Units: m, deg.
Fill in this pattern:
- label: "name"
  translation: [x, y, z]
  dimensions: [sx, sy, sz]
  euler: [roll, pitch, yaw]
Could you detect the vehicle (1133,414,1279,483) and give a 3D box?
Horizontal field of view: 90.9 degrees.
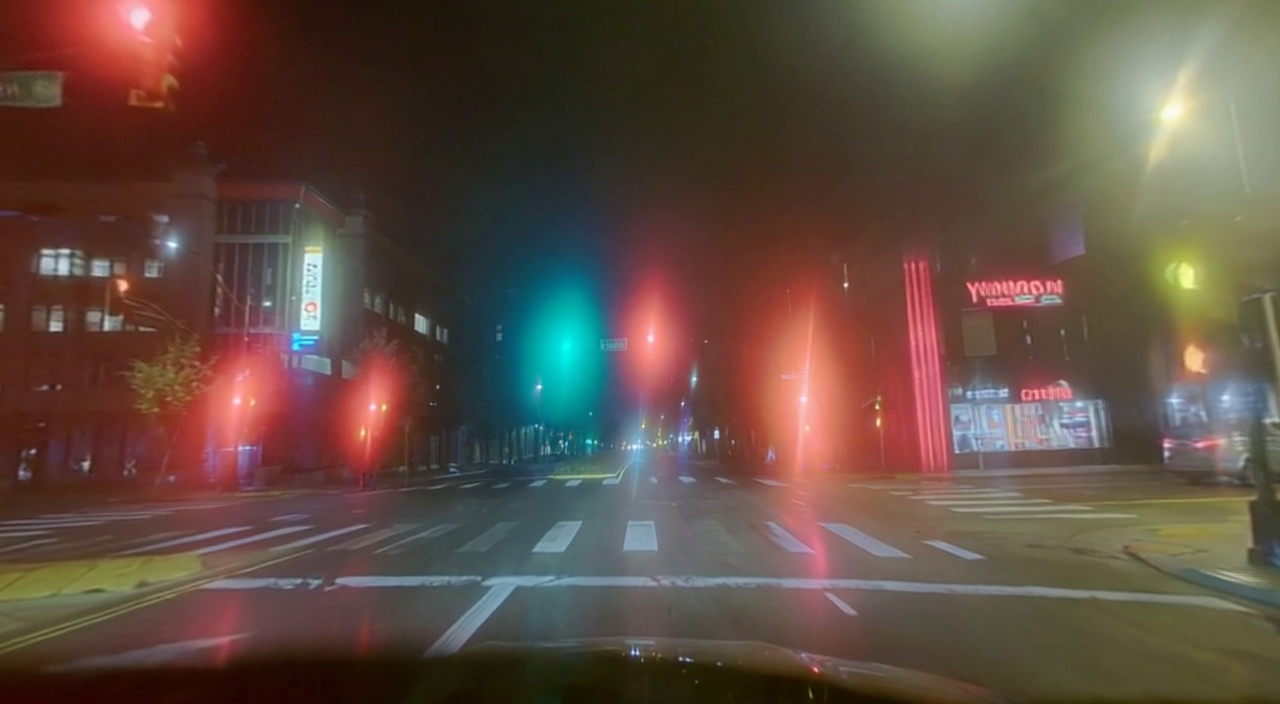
- label: "vehicle"
  translation: [16.950, 2.660, 17.458]
  dimensions: [4.836, 1.795, 1.957]
  euler: [0, -8, 0]
